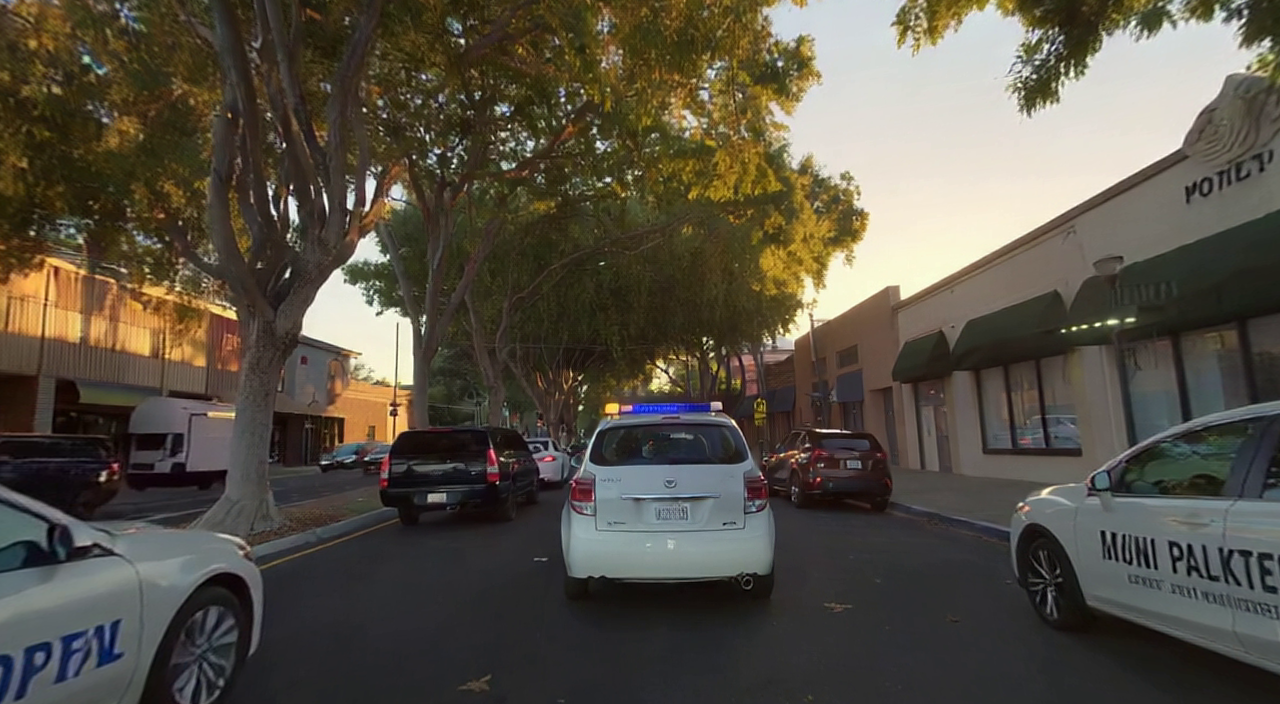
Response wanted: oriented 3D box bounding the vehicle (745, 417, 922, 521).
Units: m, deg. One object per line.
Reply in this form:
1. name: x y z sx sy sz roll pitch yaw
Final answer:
1. vehicle: 4.048 2.584 14.540 2.038 1.865 5.786 1 -8 -2

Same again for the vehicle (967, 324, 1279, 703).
1. vehicle: 4.008 0.906 3.243 1.987 1.877 5.330 3 -8 2

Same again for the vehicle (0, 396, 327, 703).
1. vehicle: -2.942 0.862 1.834 1.908 1.474 4.257 0 -8 -1

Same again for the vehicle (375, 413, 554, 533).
1. vehicle: -2.999 2.186 11.958 2.135 1.806 4.514 0 -8 -1

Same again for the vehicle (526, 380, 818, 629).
1. vehicle: 0.211 1.385 6.593 2.075 1.770 4.018 0 -8 0
